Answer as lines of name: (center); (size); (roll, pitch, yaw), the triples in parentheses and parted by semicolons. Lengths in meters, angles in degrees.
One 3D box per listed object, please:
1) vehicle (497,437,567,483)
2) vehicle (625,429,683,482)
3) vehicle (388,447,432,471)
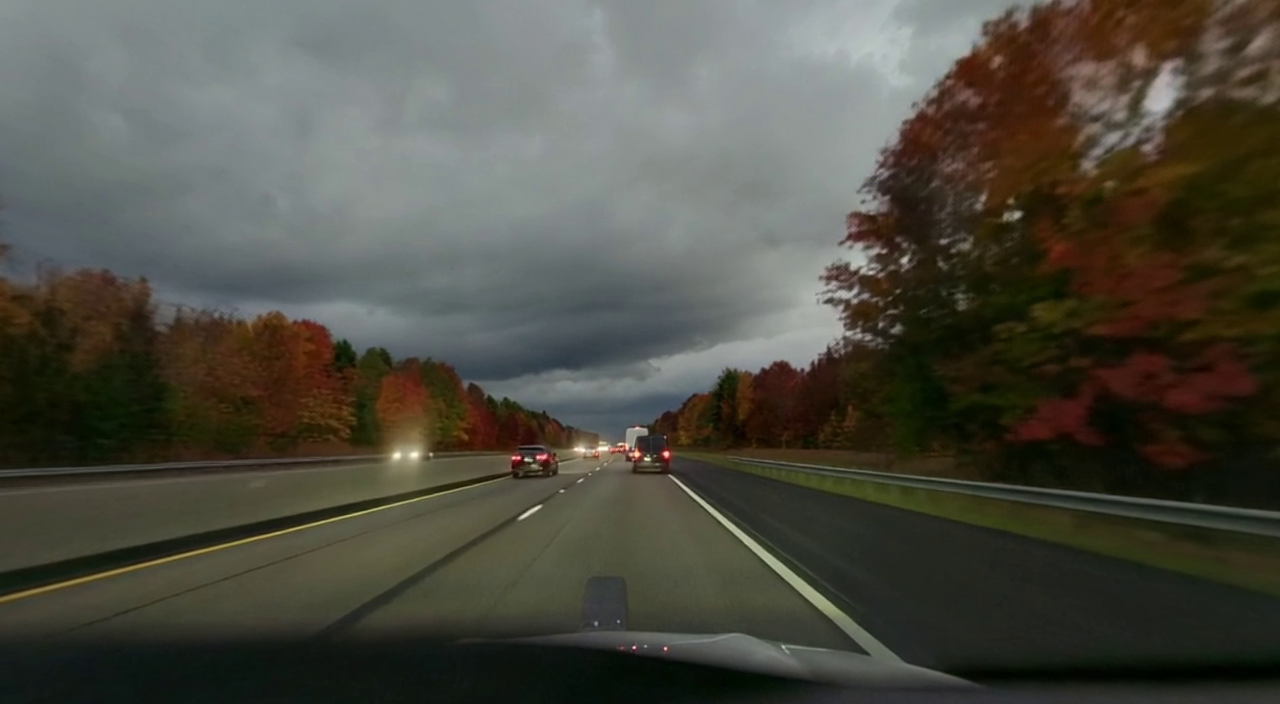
vehicle: (-4.241, 4.336, 25.402); (2.088, 1.688, 4.365); (0, -9, 0)
vehicle: (0.474, 4.235, 25.780); (2.179, 1.930, 4.538); (0, -9, -1)
vehicle: (-17.208, 7.990, 47.040); (1.801, 1.691, 3.919); (0, -9, 1)
